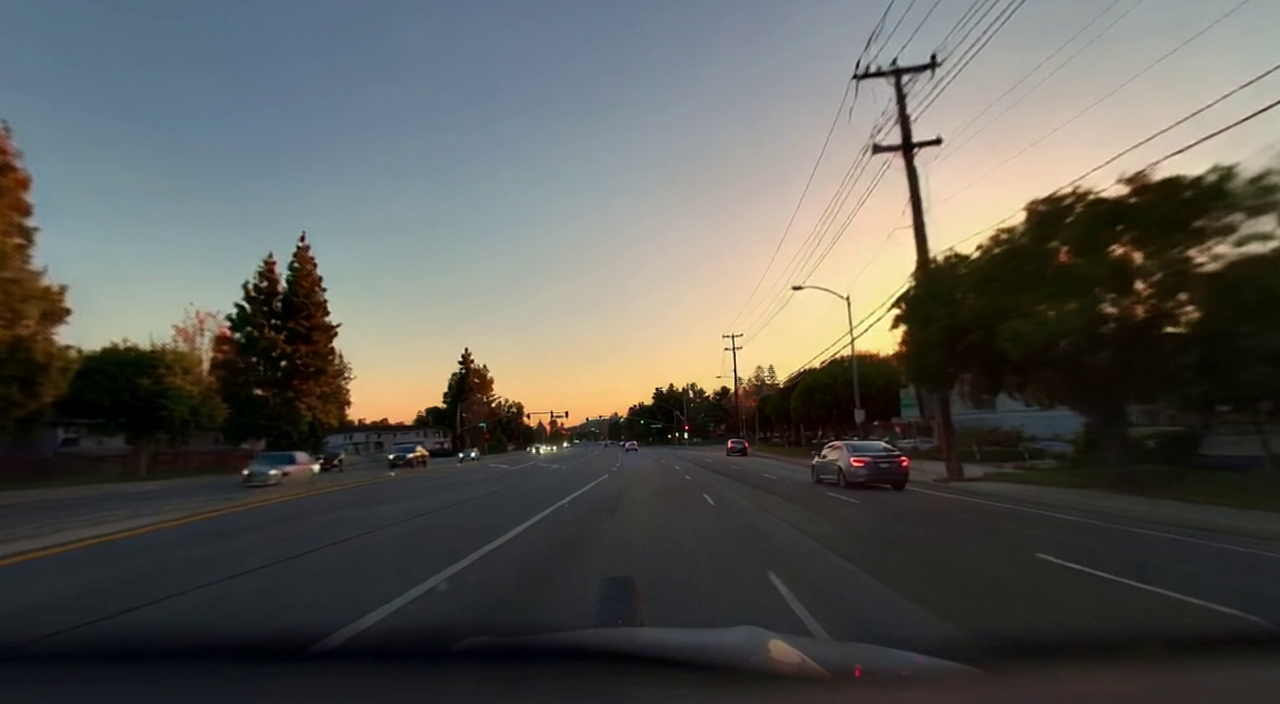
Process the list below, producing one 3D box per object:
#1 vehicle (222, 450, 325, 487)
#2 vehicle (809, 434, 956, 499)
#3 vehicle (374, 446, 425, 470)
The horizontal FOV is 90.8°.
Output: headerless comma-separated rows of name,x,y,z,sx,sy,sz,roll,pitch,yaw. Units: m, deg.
vehicle,-16.265,5.160,28.363,1.903,1.477,4.721,0,-8,-2
vehicle,6.382,3.067,17.342,2.113,1.520,4.650,0,-8,-1
vehicle,-17.351,7.642,45.787,1.937,1.676,4.718,0,-8,-1
